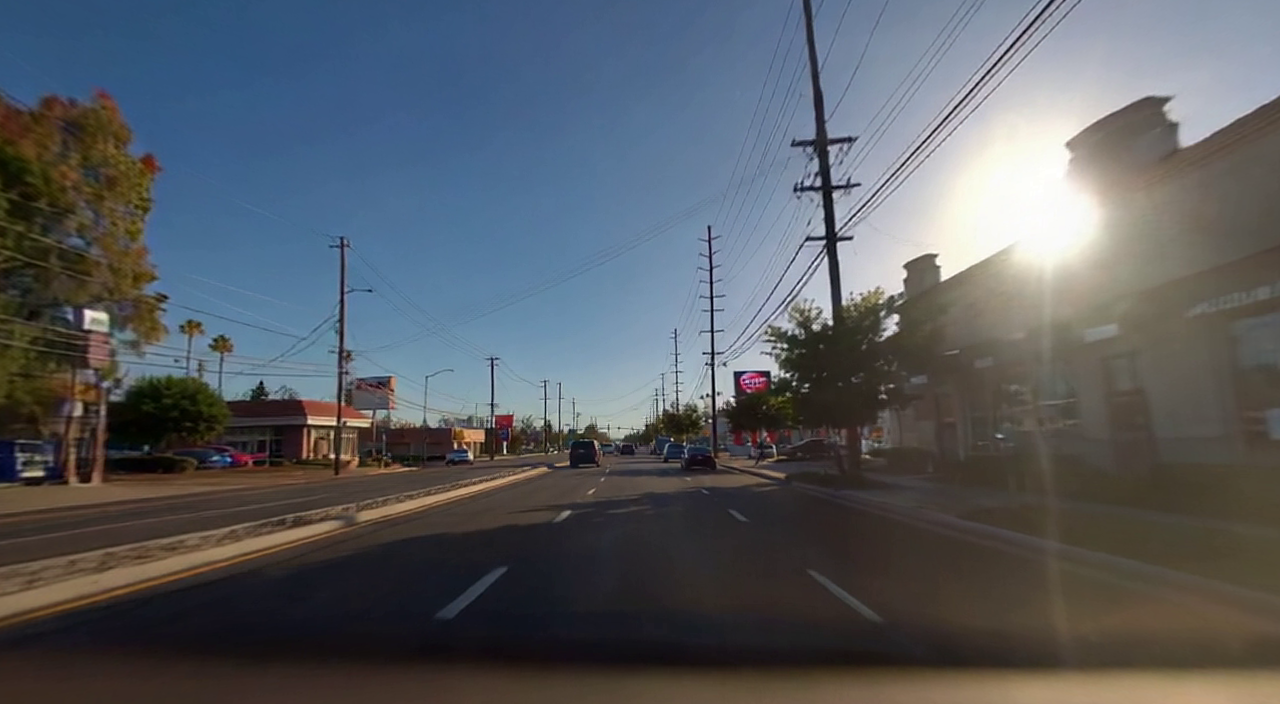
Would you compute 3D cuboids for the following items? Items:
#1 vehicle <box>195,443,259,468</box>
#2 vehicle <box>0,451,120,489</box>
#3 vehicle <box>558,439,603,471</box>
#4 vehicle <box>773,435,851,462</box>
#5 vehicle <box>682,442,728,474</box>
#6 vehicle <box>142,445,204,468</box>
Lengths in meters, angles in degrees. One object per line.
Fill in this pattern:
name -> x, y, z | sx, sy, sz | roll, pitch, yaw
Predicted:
vehicle -> -31.228, 7.839, 47.817 | 1.859, 1.704, 4.366 | -1, -9, -1
vehicle -> -26.040, 5.250, 28.349 | 1.823, 1.412, 4.255 | -1, -8, -4
vehicle -> -3.234, 5.690, 35.070 | 2.047, 1.664, 4.148 | 0, -9, 0
vehicle -> 12.179, 6.859, 44.751 | 4.832, 1.813, 2.170 | 1, -9, -6
vehicle -> 3.343, 5.544, 33.141 | 1.978, 1.455, 4.195 | 2, -9, 0
vehicle -> -34.521, 7.749, 46.714 | 1.923, 1.597, 4.127 | 1, -9, -9
